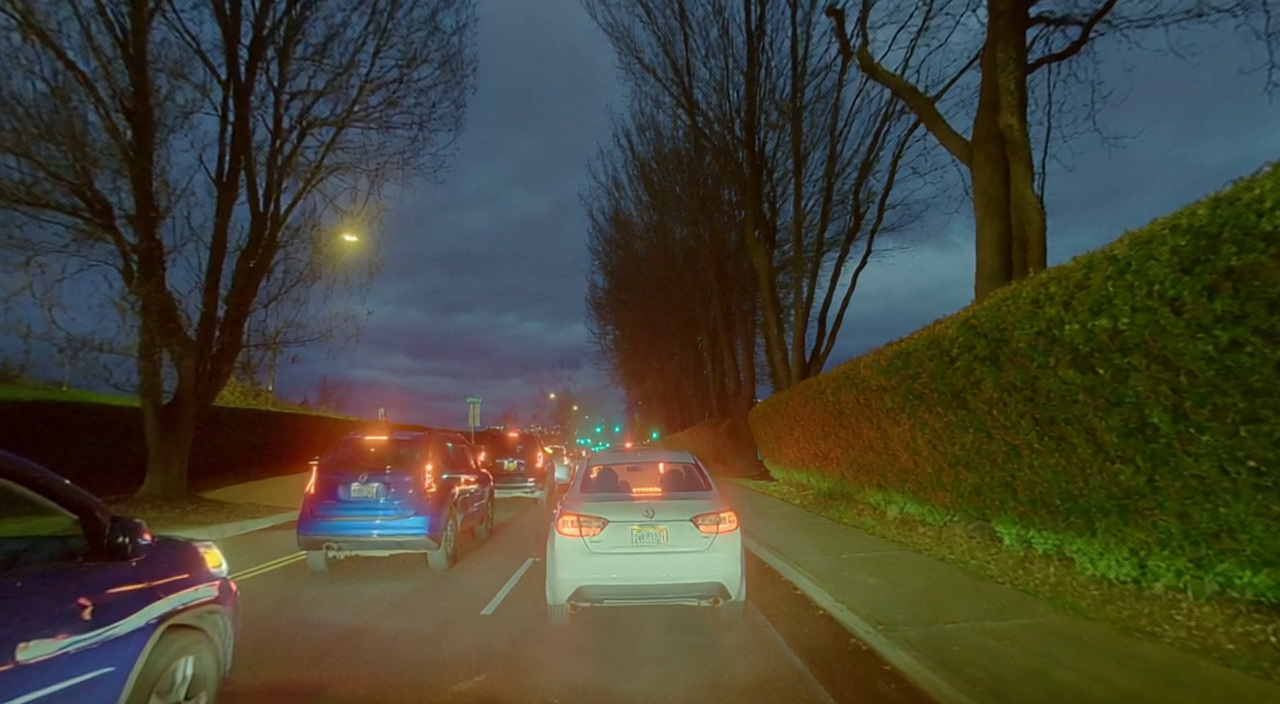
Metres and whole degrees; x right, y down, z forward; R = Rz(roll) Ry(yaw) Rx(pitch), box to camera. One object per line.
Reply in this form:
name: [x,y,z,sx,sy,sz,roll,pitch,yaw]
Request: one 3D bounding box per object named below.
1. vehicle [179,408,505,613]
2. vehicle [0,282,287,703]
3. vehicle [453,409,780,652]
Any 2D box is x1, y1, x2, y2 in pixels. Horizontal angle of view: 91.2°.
vehicle: [-3.400,1.850,8.304,2.256,1.728,4.421,-6,-8,-2]
vehicle: [-3.283,0.676,1.263,2.205,1.913,5.327,-6,-8,-2]
vehicle: [-0.174,1.494,6.234,2.154,1.581,4.007,0,-9,-1]
